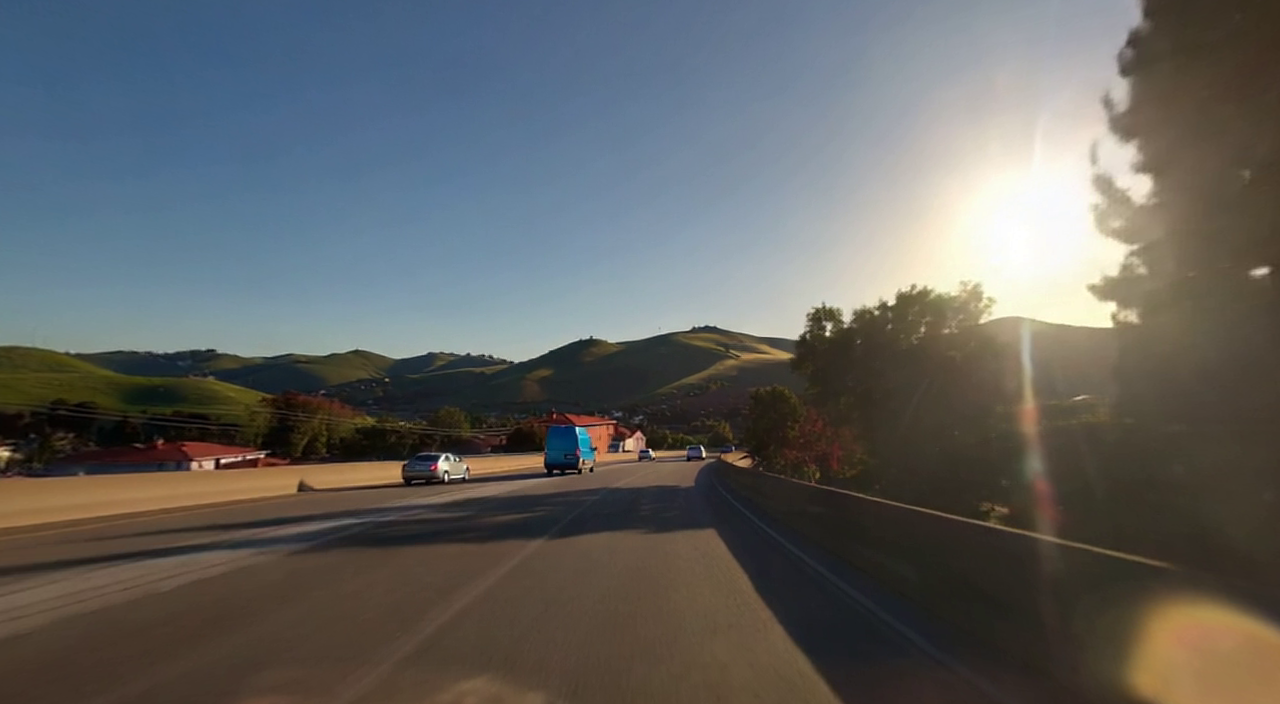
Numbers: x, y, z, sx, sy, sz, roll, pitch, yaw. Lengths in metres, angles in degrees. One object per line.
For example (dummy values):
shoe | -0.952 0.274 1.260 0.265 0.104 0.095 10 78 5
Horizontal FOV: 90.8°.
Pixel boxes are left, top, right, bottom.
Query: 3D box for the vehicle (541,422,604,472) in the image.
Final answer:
vehicle | -3.931 5.731 38.242 2.314 2.703 6.441 -1 -9 7

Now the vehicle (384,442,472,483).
vehicle | -8.666 4.528 26.235 1.821 1.524 4.342 -1 -9 5
